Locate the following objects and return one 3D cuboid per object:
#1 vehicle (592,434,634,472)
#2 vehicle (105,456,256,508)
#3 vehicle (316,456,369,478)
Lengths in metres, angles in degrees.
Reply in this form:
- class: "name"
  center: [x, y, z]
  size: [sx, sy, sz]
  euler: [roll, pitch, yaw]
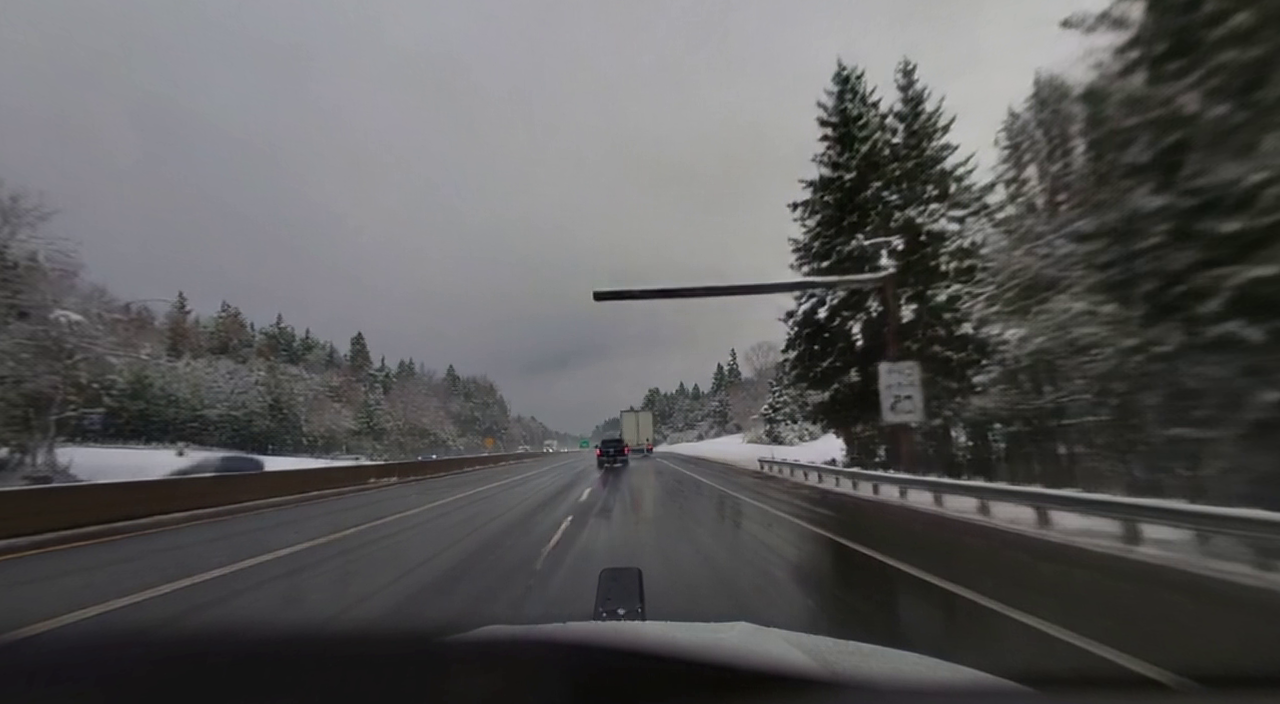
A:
- class: "vehicle"
  center: [-1.553, 5.584, 35.048]
  size: [2.139, 1.925, 4.312]
  euler: [0, -9, -5]
- class: "vehicle"
  center: [-13.903, 3.922, 19.408]
  size: [1.849, 1.349, 3.837]
  euler: [0, -9, -2]
- class: "vehicle"
  center: [-21.097, 8.125, 44.913]
  size: [1.792, 1.424, 4.233]
  euler: [0, -9, -2]
